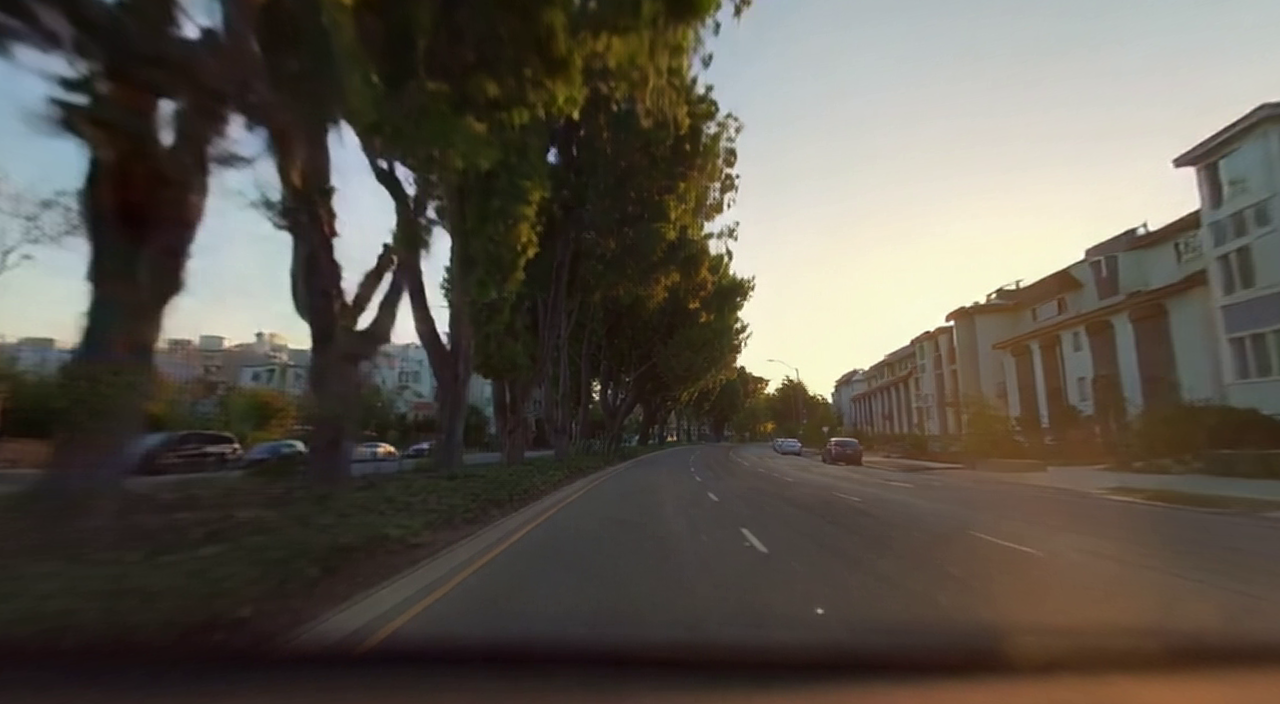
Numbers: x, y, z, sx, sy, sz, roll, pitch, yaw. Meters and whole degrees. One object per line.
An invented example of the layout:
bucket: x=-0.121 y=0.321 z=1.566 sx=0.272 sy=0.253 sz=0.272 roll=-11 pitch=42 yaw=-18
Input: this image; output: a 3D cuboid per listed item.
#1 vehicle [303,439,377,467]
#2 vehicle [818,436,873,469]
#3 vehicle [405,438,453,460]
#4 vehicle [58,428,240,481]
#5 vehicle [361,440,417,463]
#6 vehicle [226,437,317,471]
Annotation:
vehicle: x=-17.573 y=5.979 z=37.325 sx=1.823 sy=1.455 sz=4.680 roll=-3 pitch=-9 yaw=5
vehicle: x=12.101 y=5.898 z=37.517 sx=2.037 sy=1.655 sz=4.760 roll=3 pitch=-7 yaw=6
vehicle: x=-16.391 y=7.627 z=49.356 sx=1.908 sy=1.500 sz=4.470 roll=-3 pitch=-10 yaw=5
vehicle: x=-18.488 y=3.912 z=24.316 sx=2.226 sy=1.733 sz=5.775 roll=-1 pitch=-9 yaw=3
vehicle: x=-17.151 y=6.830 z=43.395 sx=1.829 sy=1.452 sz=4.562 roll=-3 pitch=-9 yaw=2
vehicle: x=-18.115 y=5.057 z=31.312 sx=1.802 sy=1.487 sz=4.359 roll=-2 pitch=-9 yaw=2
